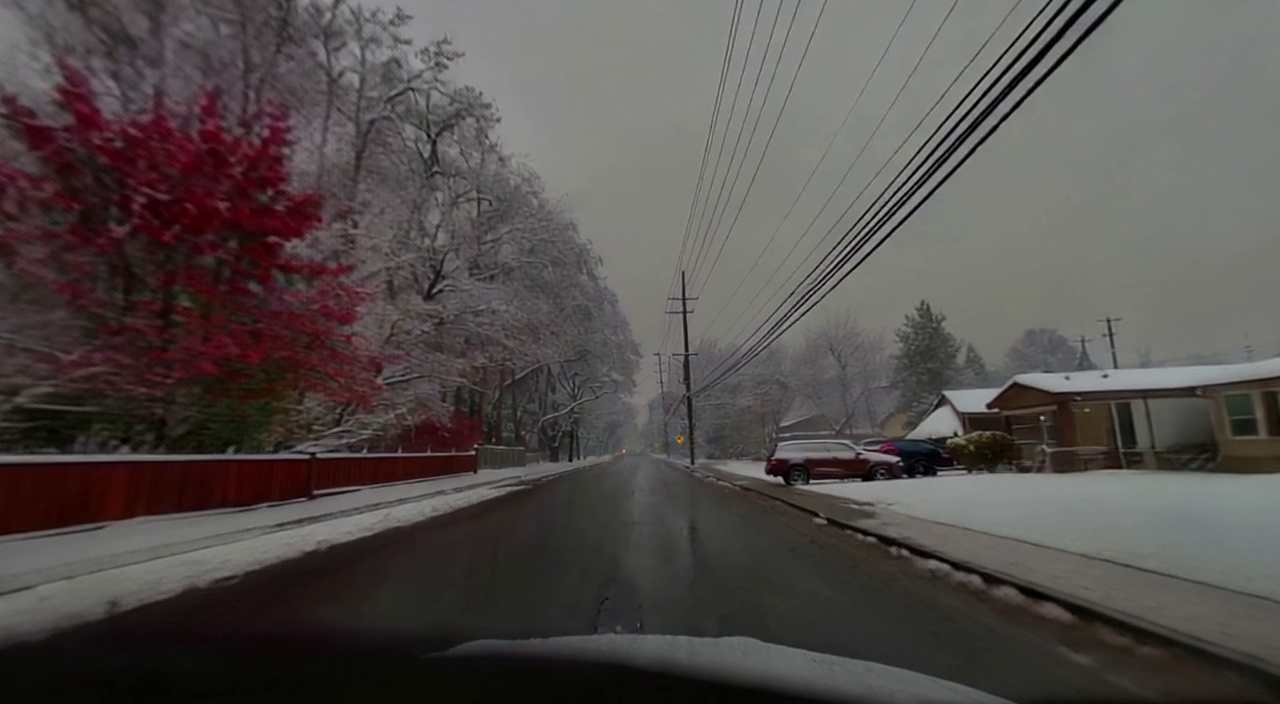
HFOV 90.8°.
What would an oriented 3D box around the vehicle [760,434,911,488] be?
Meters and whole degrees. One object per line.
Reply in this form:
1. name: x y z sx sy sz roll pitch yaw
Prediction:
1. vehicle: 6.996 3.952 23.038 4.806 1.851 2.050 0 -9 1
